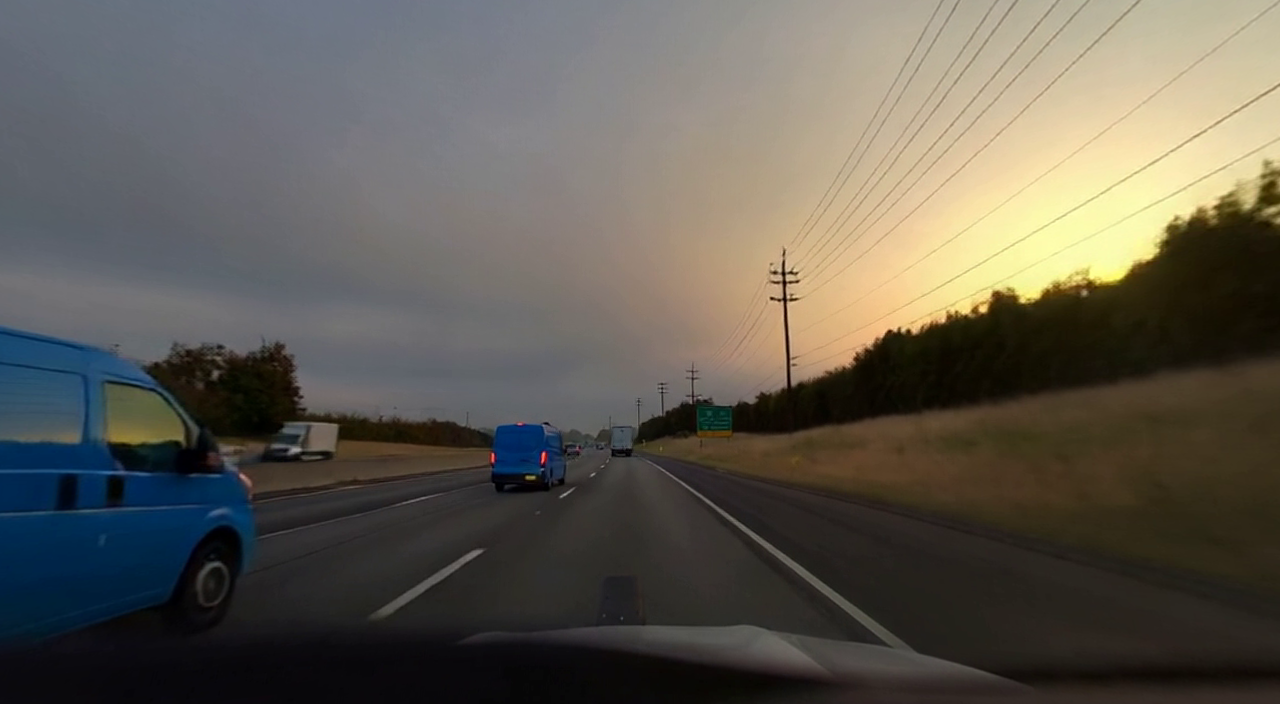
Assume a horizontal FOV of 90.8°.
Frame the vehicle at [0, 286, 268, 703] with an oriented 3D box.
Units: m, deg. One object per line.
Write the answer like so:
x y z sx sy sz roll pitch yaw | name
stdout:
-3.903 0.634 2.191 2.145 2.010 4.980 0 -9 0 | vehicle

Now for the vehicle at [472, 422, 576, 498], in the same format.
-3.370 3.293 19.552 2.197 2.011 5.130 0 -9 0 | vehicle

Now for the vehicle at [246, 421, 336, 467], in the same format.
-24.101 6.456 43.975 2.641 2.951 6.304 0 -9 -1 | vehicle
